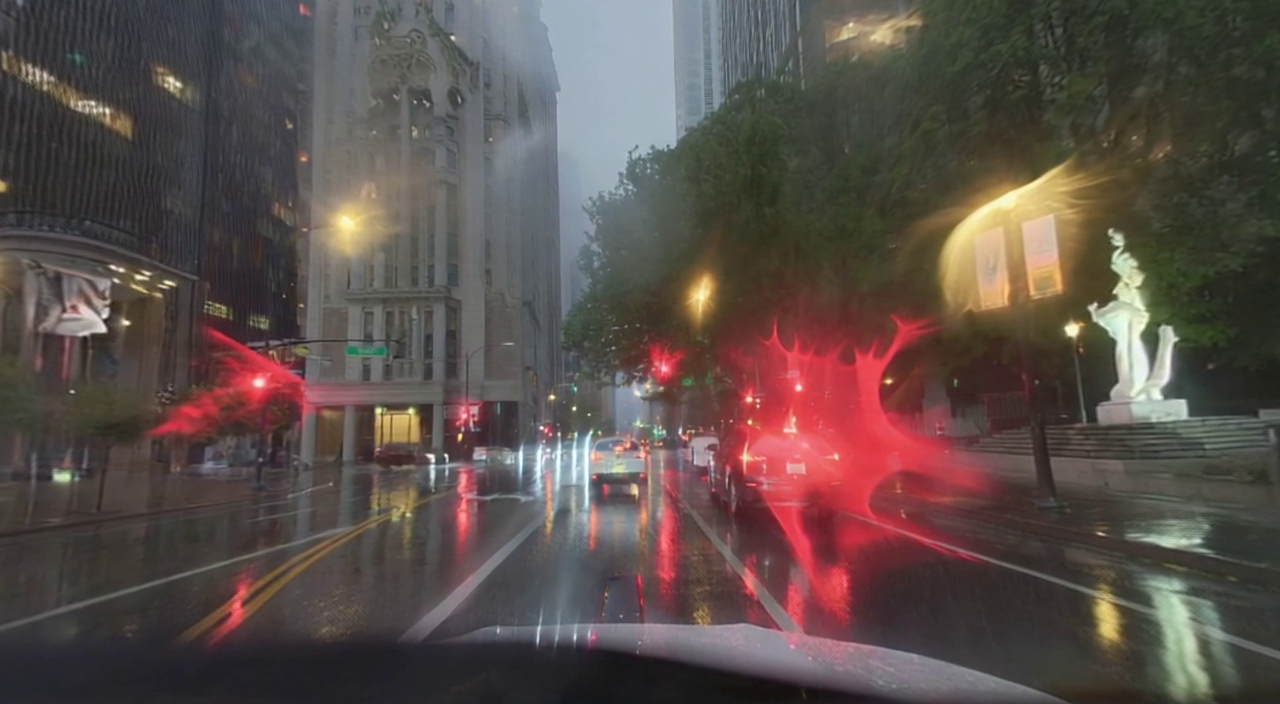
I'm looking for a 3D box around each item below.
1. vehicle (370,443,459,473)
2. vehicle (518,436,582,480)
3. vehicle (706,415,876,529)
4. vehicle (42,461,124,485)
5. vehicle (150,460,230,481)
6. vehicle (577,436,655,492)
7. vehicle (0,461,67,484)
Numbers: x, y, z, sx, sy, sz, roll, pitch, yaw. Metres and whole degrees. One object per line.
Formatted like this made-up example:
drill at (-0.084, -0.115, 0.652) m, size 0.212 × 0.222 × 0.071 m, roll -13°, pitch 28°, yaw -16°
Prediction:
vehicle at (-14.082, 6.660, 39.752) m, size 4.855 × 1.769 × 2.071 m, roll 1°, pitch -9°, yaw -9°
vehicle at (-3.584, 4.304, 25.956) m, size 2.045 × 1.633 × 4.864 m, roll 0°, pitch -9°, yaw -2°
vehicle at (2.609, 2.218, 12.185) m, size 2.096 × 1.775 × 4.440 m, roll 0°, pitch -9°, yaw -1°
vehicle at (-40.244, 8.734, 45.701) m, size 4.224 × 1.622 × 1.808 m, roll 0°, pitch -9°, yaw 0°
vehicle at (-32.478, 8.545, 45.623) m, size 4.392 × 1.427 × 1.764 m, roll 0°, pitch -9°, yaw 0°
vehicle at (-0.644, 3.313, 18.997) m, size 2.096 × 1.492 × 4.071 m, roll 0°, pitch -9°, yaw 0°
vehicle at (-44.554, 8.807, 46.175) m, size 3.671 × 1.498 × 1.670 m, roll 1°, pitch -9°, yaw 3°
